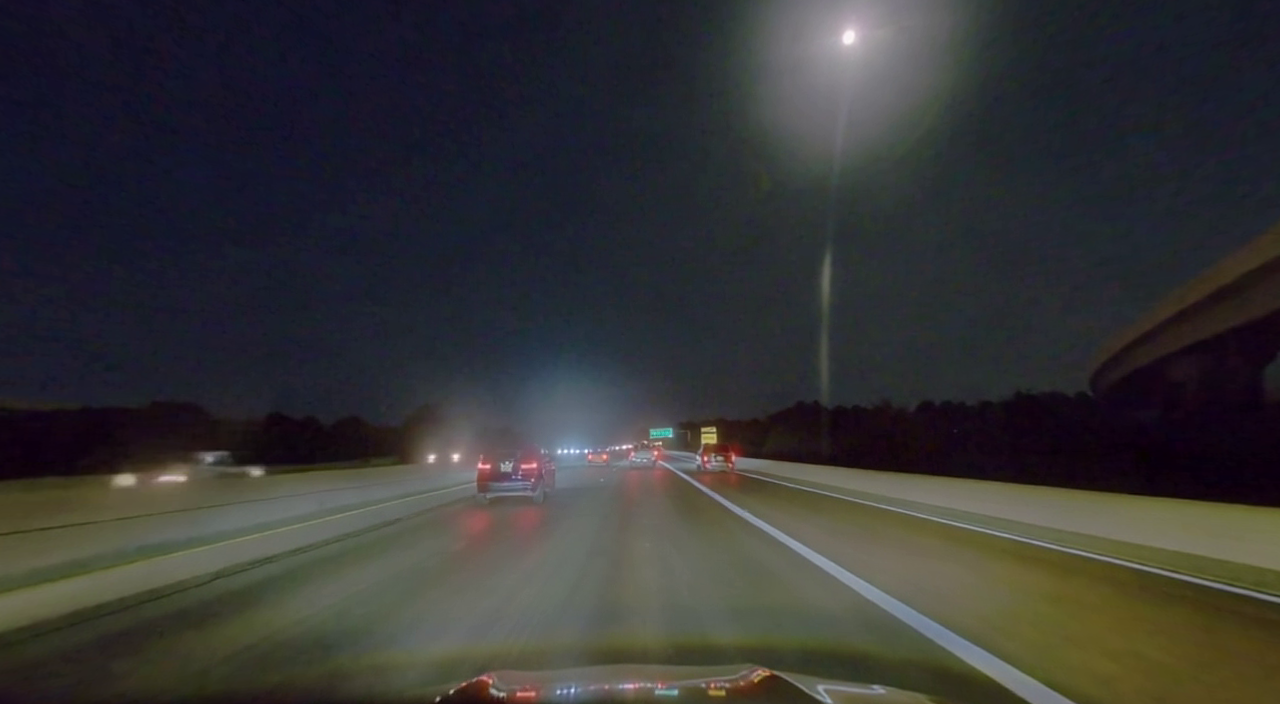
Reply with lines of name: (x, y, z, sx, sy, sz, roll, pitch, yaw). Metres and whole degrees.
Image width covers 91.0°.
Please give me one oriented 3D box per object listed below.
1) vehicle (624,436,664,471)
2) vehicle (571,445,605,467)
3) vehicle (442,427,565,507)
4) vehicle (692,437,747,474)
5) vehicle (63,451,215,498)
vehicle: (0.199, 5.856, 36.510, 2.155, 1.909, 4.529, 0, -9, 0)
vehicle: (-3.637, 7.353, 44.714, 1.994, 1.475, 4.171, 0, -9, 0)
vehicle: (-3.279, 2.879, 16.180, 2.089, 1.751, 4.515, 0, -9, 0)
vehicle: (4.118, 5.485, 33.457, 2.231, 1.807, 4.588, 0, -9, -1)
vehicle: (-18.737, 4.551, 23.872, 1.905, 1.558, 4.504, 0, -9, 3)
